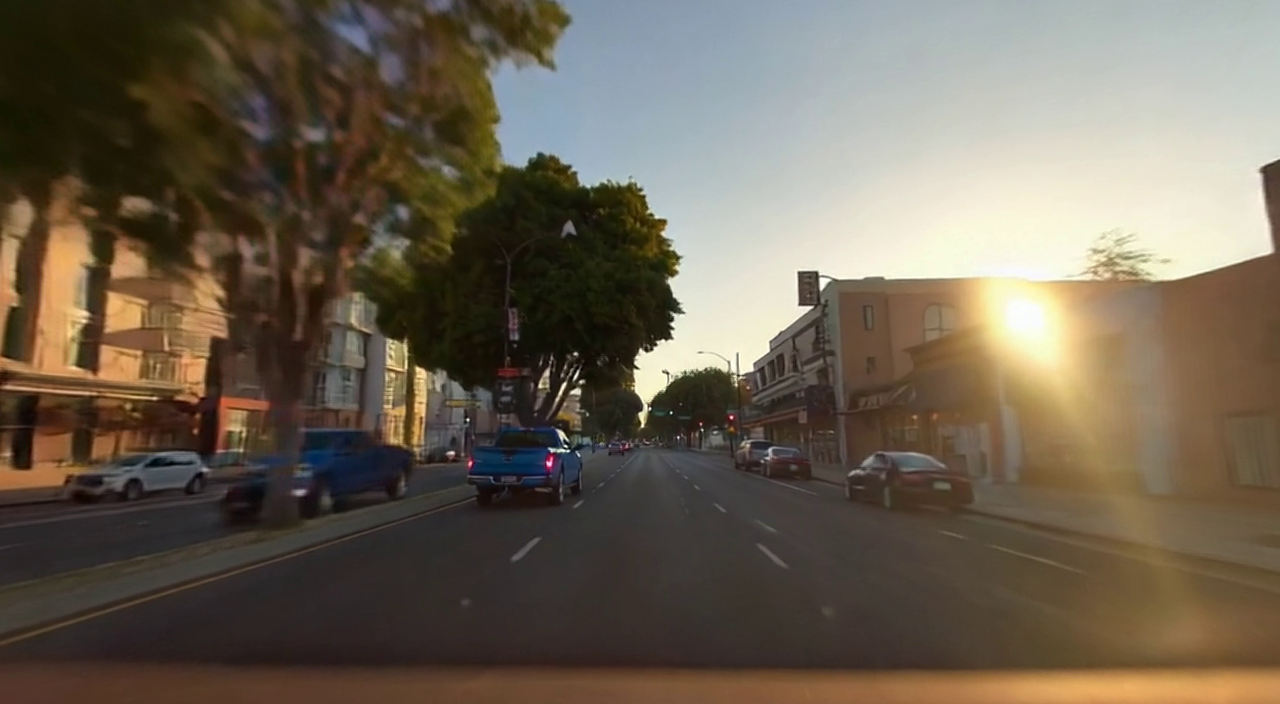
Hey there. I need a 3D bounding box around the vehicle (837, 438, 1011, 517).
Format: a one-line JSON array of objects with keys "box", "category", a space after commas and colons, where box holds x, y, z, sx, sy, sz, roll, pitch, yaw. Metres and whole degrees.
[{"box": [6.129, 2.744, 14.248, 1.988, 1.514, 3.962, 0, -9, -1], "category": "vehicle"}]

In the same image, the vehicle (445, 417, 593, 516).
[{"box": [-2.423, 2.512, 14.305, 2.197, 1.786, 5.365, 0, -9, 1], "category": "vehicle"}]

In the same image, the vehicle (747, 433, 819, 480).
[{"box": [6.133, 4.546, 27.686, 2.043, 1.841, 4.842, 0, -9, 1], "category": "vehicle"}]

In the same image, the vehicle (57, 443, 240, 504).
[{"box": [-16.190, 3.993, 21.248, 2.030, 1.801, 5.036, 0, -9, 0], "category": "vehicle"}]

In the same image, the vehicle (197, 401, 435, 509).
[{"box": [-7.128, 2.400, 14.963, 2.462, 2.027, 5.808, 0, -9, 1], "category": "vehicle"}]
